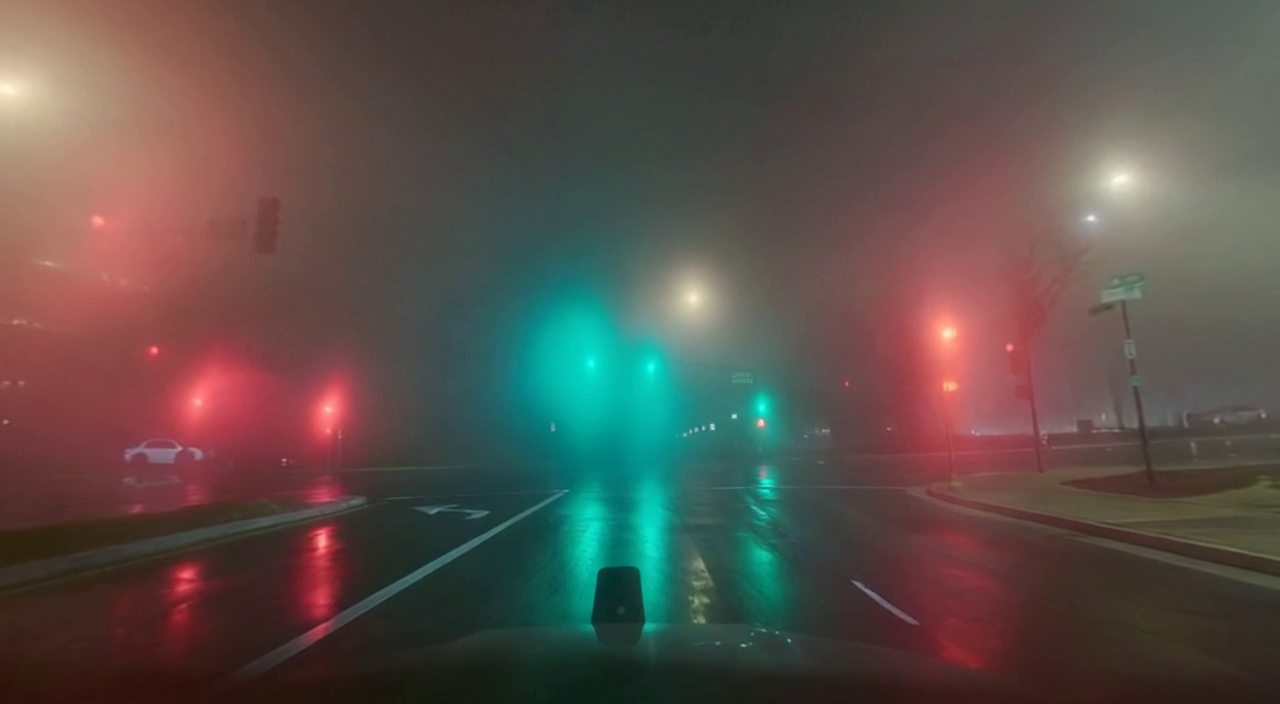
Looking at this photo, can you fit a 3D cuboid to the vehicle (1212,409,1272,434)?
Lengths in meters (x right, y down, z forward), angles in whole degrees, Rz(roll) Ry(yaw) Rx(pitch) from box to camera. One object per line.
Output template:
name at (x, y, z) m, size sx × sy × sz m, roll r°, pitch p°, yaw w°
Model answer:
vehicle at (44.945, 5.222, 47.005) m, size 4.339 × 1.675 × 1.812 m, roll 5°, pitch -10°, yaw -28°

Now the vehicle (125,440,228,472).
vehicle at (-27.984, 6.255, 38.131) m, size 4.603 × 1.666 × 1.972 m, roll -2°, pitch -7°, yaw -5°

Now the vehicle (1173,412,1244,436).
vehicle at (39.810, 5.066, 44.082) m, size 4.189 × 1.561 × 1.947 m, roll 4°, pitch -9°, yaw -23°
